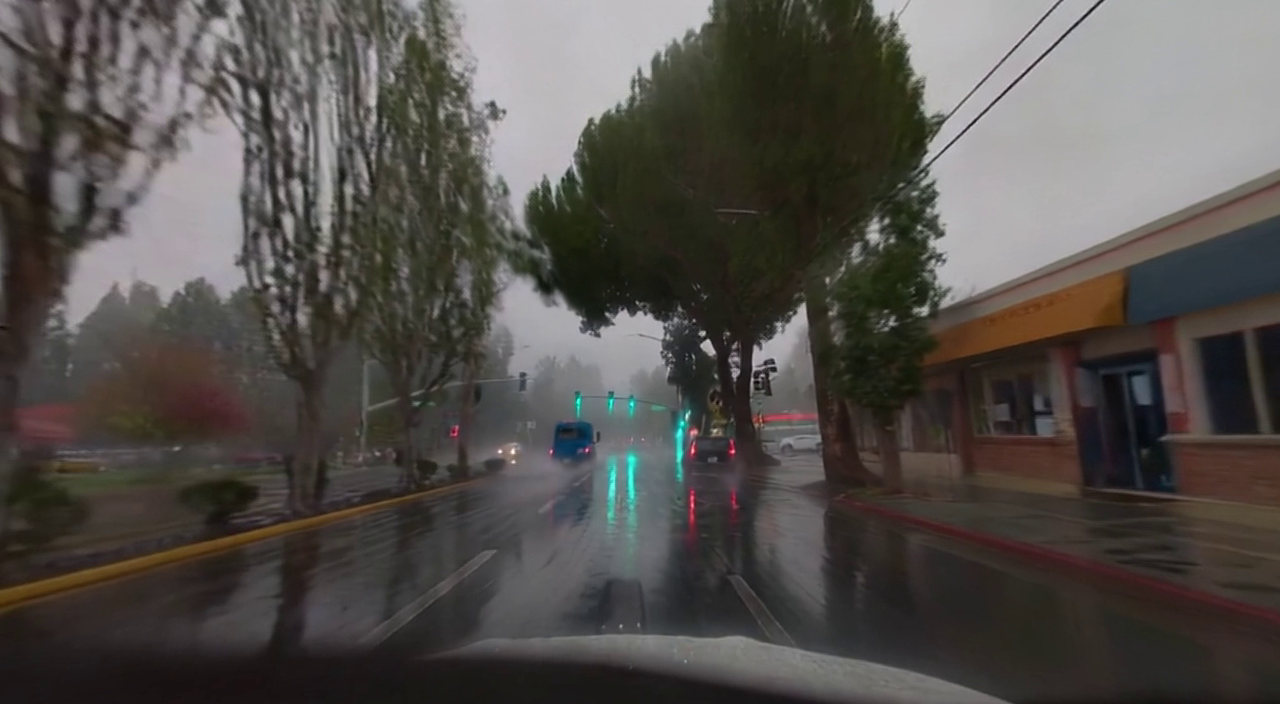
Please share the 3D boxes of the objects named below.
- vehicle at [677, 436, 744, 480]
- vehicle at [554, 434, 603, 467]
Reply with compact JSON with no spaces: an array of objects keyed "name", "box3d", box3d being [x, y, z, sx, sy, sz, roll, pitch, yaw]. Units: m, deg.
[{"name":"vehicle","box3d":[2.550,3.972,23.870,2.103,1.487,4.101,0,-8,1]},{"name":"vehicle","box3d":[-3.442,5.667,36.526,2.464,1.777,5.128,0,-9,-2]}]
